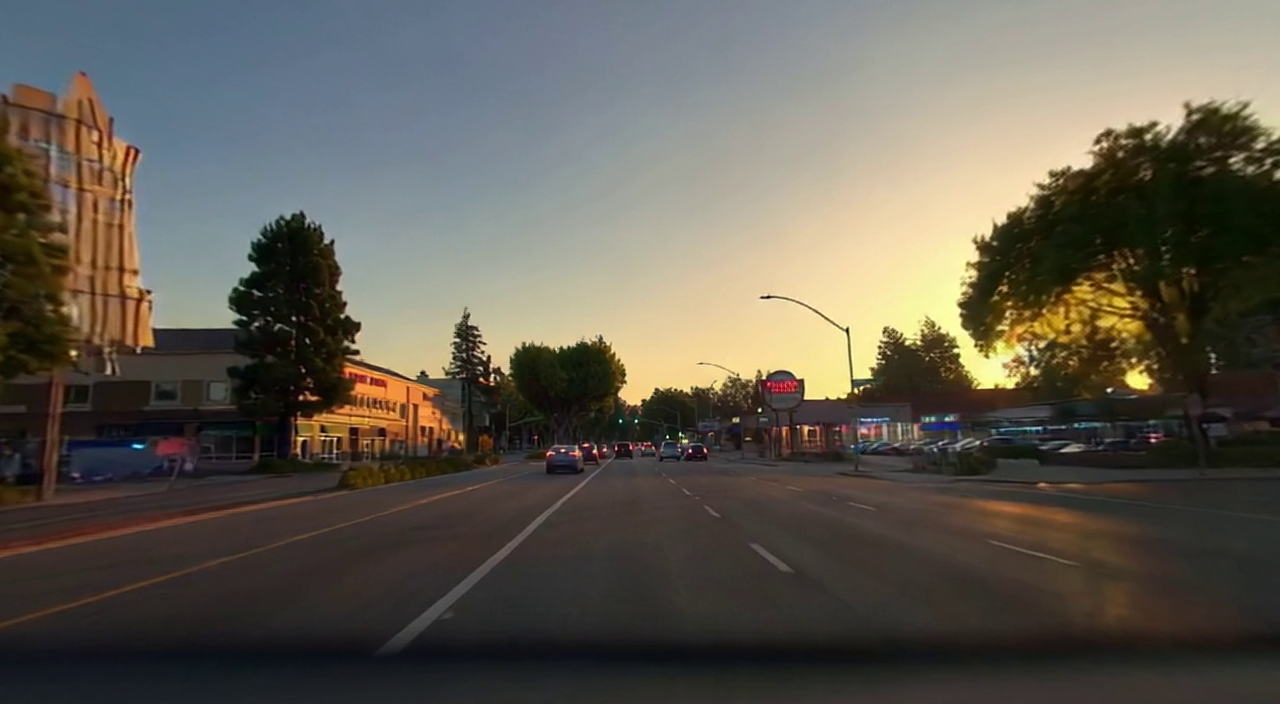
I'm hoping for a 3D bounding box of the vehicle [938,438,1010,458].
[{"bbox_3d":[24.731,7.133,47.029,4.554,1.470,2.020,-4,-9,24],"label":"vehicle"}]

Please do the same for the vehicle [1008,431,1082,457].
[{"bbox_3d":[30.352,6.913,47.506,4.265,1.659,2.239,-6,-9,23],"label":"vehicle"}]

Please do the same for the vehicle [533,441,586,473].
[{"bbox_3d":[-3.927,5.216,31.690,2.097,1.497,4.571,0,-8,0],"label":"vehicle"}]
